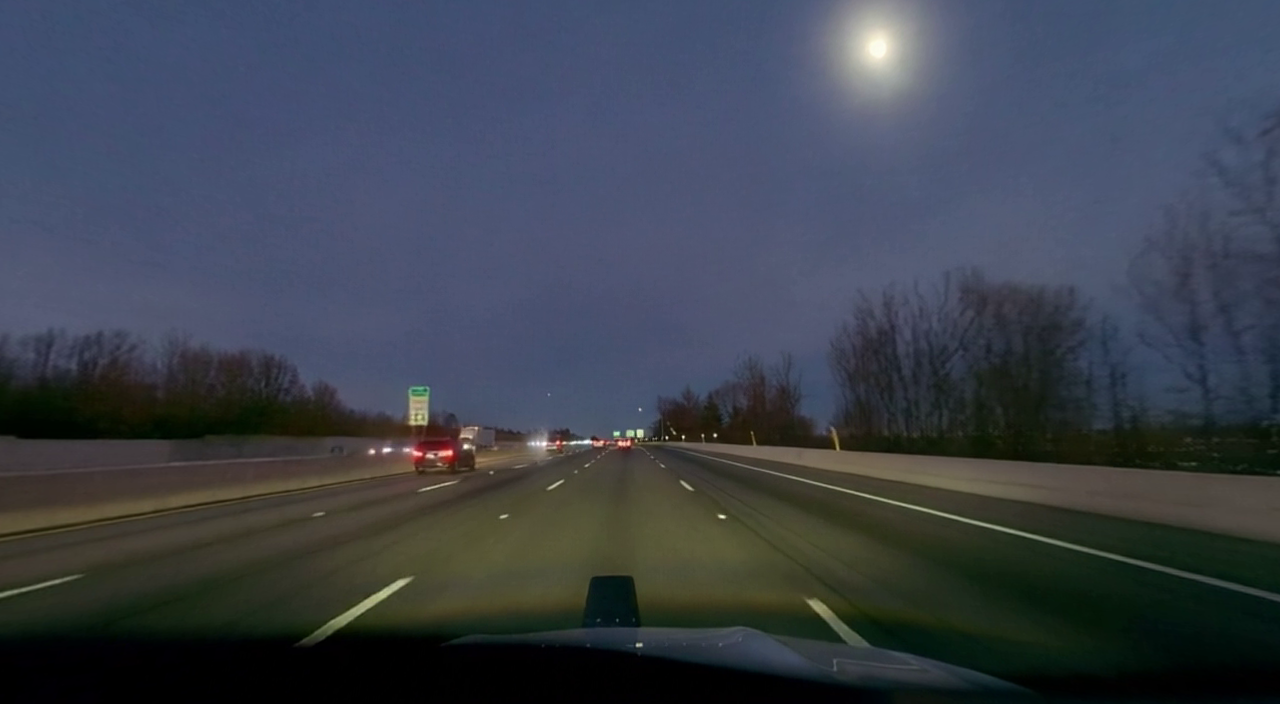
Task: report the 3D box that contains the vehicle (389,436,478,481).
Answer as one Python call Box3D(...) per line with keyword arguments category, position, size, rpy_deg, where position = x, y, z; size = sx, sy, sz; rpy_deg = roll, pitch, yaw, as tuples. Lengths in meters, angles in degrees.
Box3D(category="vehicle", position=(-7.658, 3.950, 23.770), size=(1.972, 1.532, 4.222), rpy_deg=(0, -8, 0))
